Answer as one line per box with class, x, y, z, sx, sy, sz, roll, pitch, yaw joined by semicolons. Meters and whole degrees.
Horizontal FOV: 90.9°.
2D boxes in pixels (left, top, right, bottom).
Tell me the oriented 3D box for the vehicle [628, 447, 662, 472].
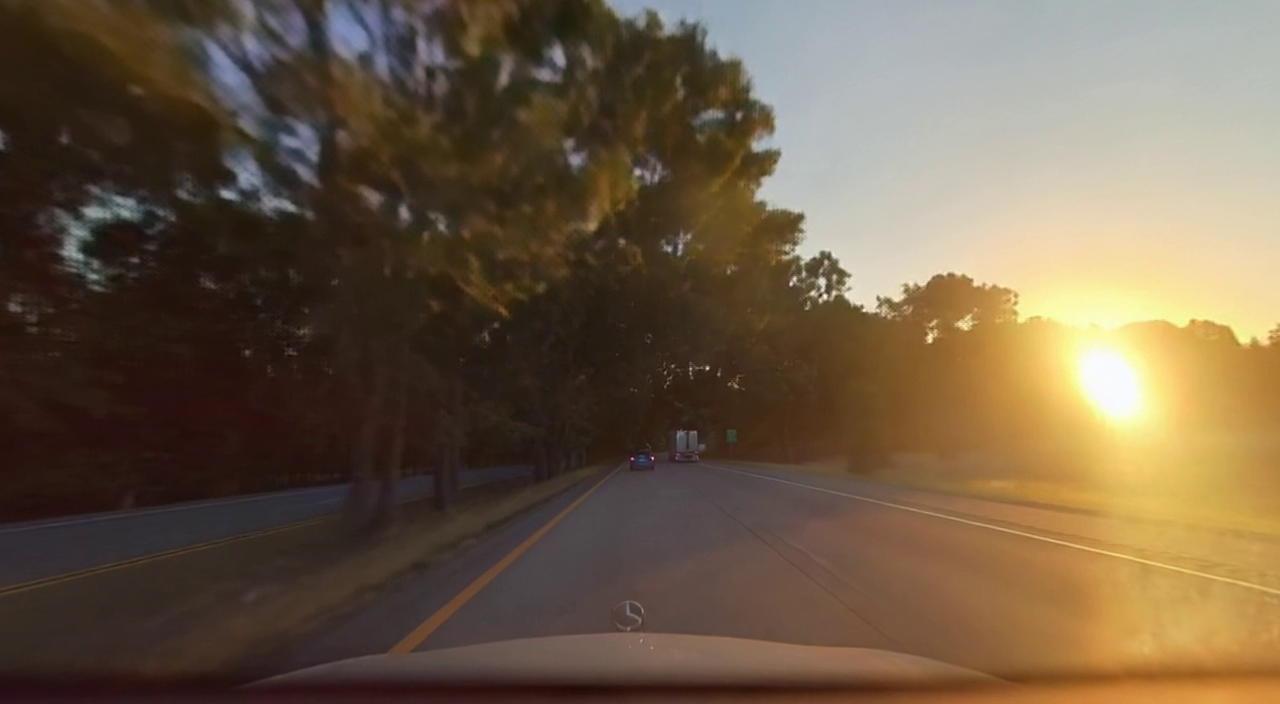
vehicle;0.277;6.472;38.032;1.926;1.386;3.615;0;-9;0
